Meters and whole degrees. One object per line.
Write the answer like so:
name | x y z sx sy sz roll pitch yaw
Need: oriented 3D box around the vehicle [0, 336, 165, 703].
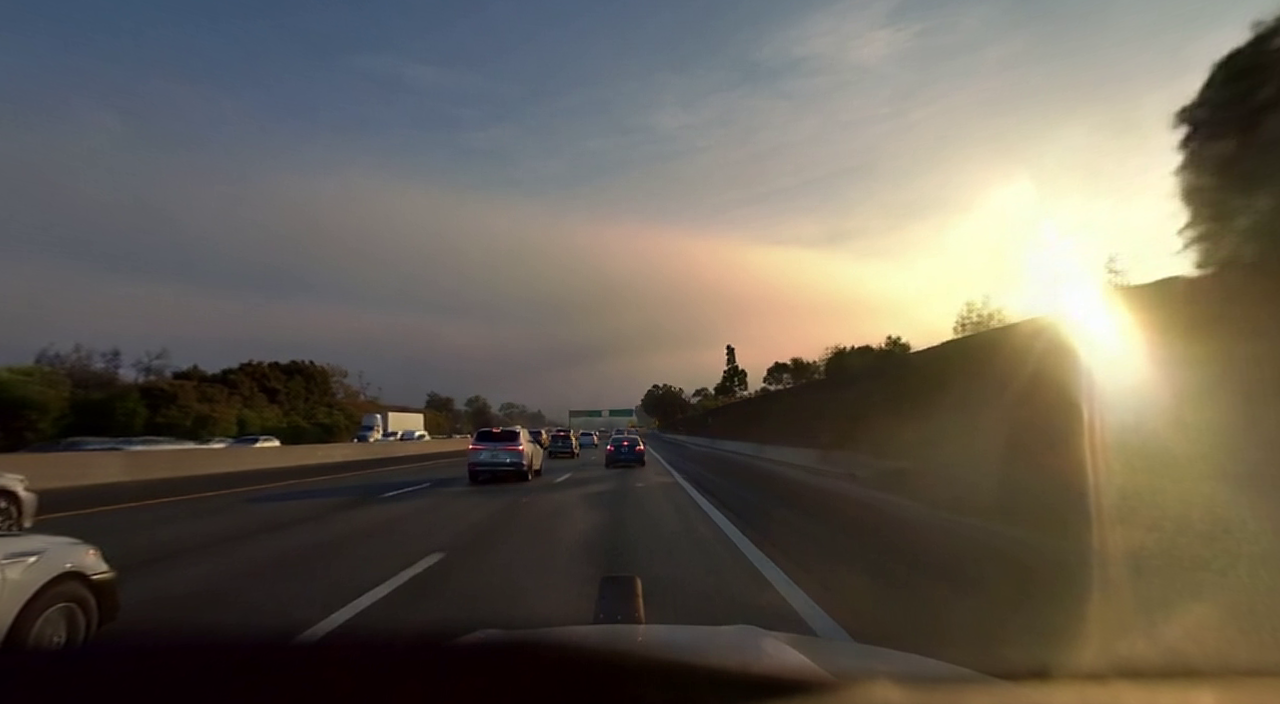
vehicle | -3.759 0.617 1.359 2.107 1.703 4.274 0 -8 0

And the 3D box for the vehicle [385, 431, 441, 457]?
vehicle | -15.510 6.291 43.231 2.078 1.665 4.538 0 -8 0

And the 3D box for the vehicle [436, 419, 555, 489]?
vehicle | -3.837 2.791 17.604 2.154 1.690 4.595 0 -8 1

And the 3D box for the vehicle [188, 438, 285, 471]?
vehicle | -19.732 4.992 30.994 1.851 1.499 4.500 0 -8 -1

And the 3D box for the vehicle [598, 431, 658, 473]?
vehicle | -0.444 3.729 23.711 2.070 1.452 3.834 0 -8 -1
